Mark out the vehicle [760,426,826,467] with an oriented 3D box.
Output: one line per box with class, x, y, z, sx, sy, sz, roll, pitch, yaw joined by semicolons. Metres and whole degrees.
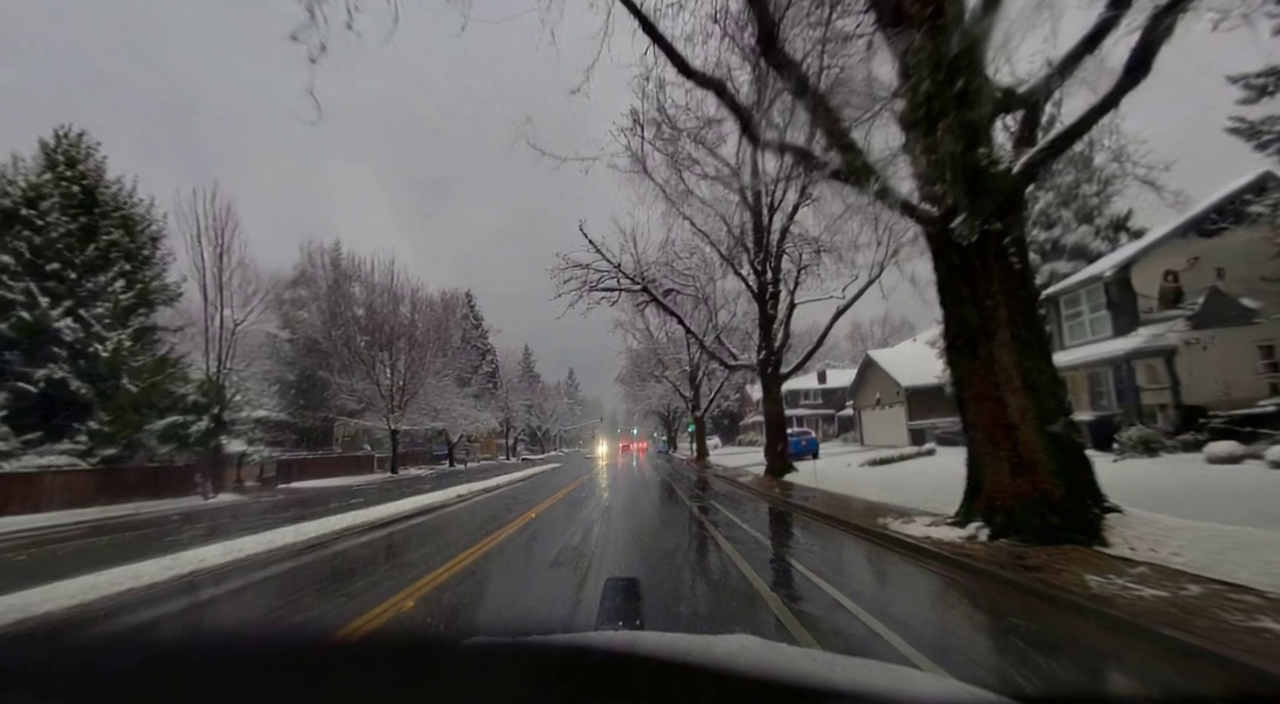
vehicle;7.869;4.993;33.049;2.051;1.801;4.785;-5;-9;-2
